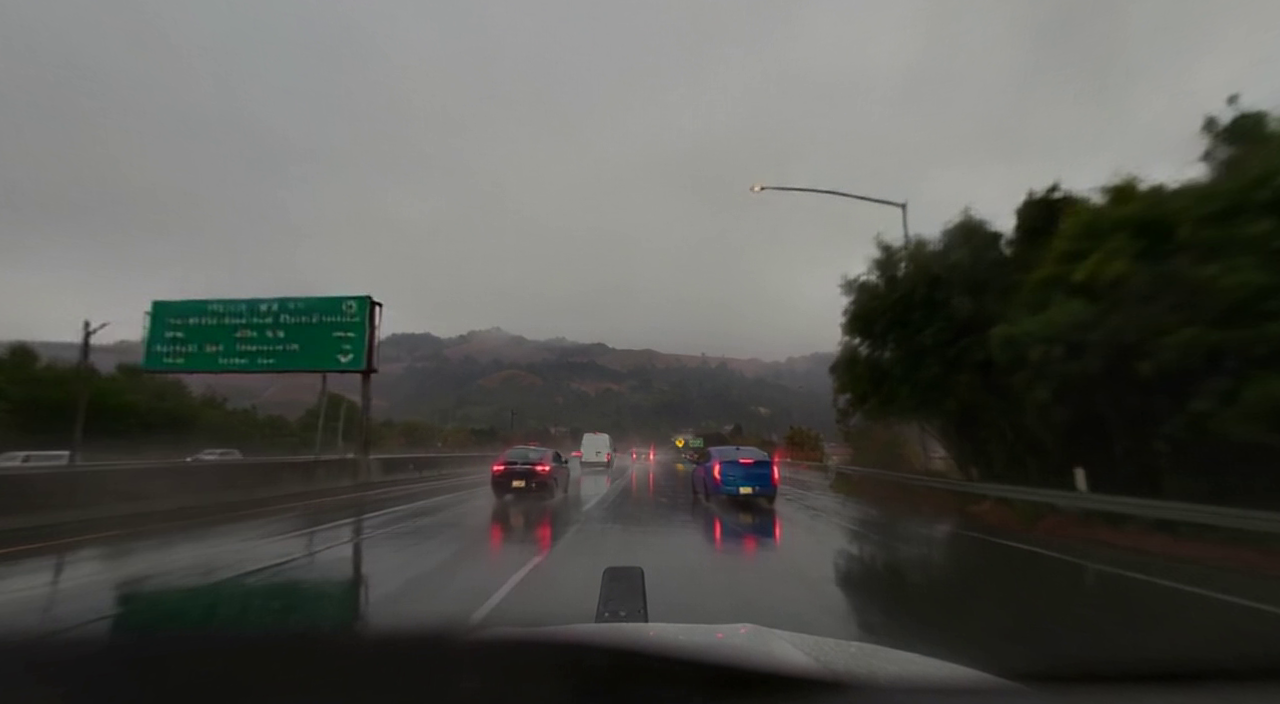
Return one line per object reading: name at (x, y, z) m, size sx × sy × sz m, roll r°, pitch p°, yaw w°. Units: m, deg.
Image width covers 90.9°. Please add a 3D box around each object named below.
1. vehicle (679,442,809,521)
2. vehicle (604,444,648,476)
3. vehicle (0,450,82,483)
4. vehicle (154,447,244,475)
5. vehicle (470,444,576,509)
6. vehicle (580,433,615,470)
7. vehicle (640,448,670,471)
vehicle at (2.131, 2.808, 14.321) m, size 2.050 × 1.491 × 4.362 m, roll 0°, pitch -8°, yaw -2°
vehicle at (-0.856, 6.121, 36.002) m, size 2.270 × 1.660 × 4.101 m, roll 0°, pitch -9°, yaw -4°
vehicle at (-34.379, 6.321, 34.935) m, size 1.974 × 1.677 × 5.416 m, roll 0°, pitch -9°, yaw 1°
vehicle at (-33.880, 8.366, 48.779) m, size 2.295 × 2.002 × 6.355 m, roll 0°, pitch -9°, yaw 0°
vehicle at (-2.952, 3.242, 16.935) m, size 1.990 × 1.501 × 4.250 m, roll 0°, pitch -8°, yaw 1°
vehicle at (-3.271, 7.820, 49.536) m, size 2.396 × 2.664 × 5.735 m, roll 0°, pitch -9°, yaw 0°
vehicle at (1.065, 7.745, 45.594) m, size 2.054 × 1.504 × 3.890 m, roll 0°, pitch -8°, yaw 0°
